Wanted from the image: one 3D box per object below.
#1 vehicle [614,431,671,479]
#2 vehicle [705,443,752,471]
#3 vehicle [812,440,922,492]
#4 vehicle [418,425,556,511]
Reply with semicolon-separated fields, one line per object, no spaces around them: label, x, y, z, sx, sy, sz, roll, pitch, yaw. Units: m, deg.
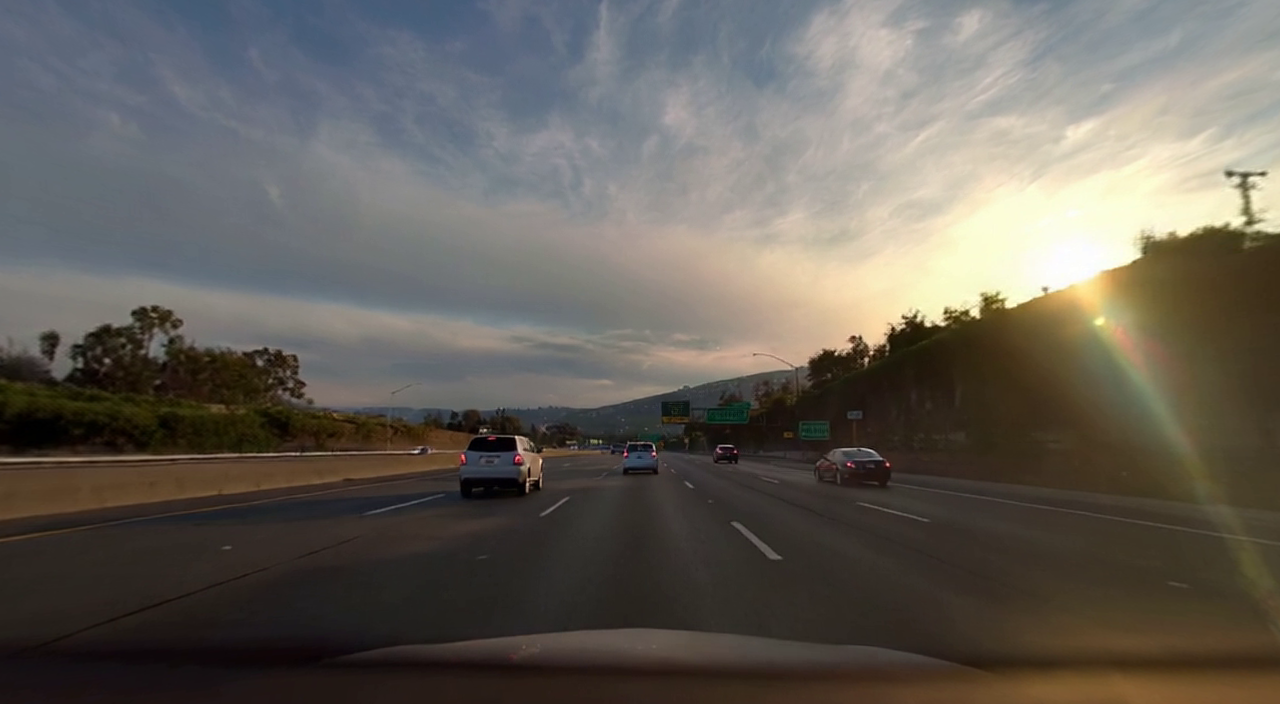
vehicle;0.131;4.479;27.465;2.270;1.862;4.949;0;-9;1
vehicle;4.869;5.858;35.339;2.005;1.456;4.287;0;-9;0
vehicle;7.232;3.678;20.628;1.936;1.480;4.373;0;-9;0
vehicle;-3.464;2.732;15.255;2.142;1.759;4.297;0;-9;2
